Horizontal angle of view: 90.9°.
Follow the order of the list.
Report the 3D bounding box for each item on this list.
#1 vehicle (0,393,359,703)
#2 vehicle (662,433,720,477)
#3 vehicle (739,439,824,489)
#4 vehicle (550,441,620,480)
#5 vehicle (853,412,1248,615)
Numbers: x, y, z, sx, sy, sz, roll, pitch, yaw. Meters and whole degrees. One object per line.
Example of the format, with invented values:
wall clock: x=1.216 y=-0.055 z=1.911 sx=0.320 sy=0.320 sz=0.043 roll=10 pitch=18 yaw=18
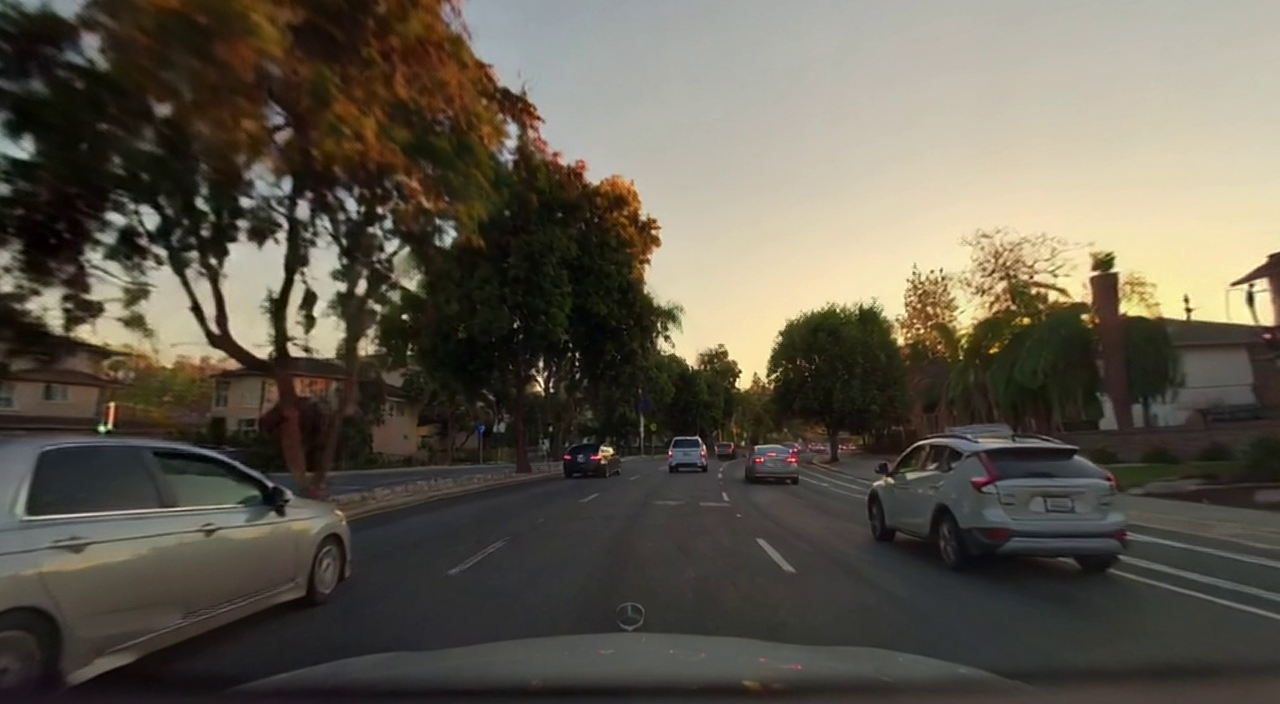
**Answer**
vehicle: x=-3.491 y=0.973 z=2.861 sx=2.169 sy=1.468 sz=4.716 roll=-1 pitch=-9 yaw=1
vehicle: x=2.372 y=4.602 z=28.288 sx=2.250 sy=1.768 sz=4.574 roll=-2 pitch=-9 yaw=9
vehicle: x=4.587 y=3.694 z=21.087 sx=2.117 sy=1.472 sz=4.158 roll=-1 pitch=-9 yaw=4
vehicle: x=-2.200 y=4.532 z=26.560 sx=2.006 sy=1.464 sz=4.586 roll=-1 pitch=-9 yaw=7
vehicle: x=3.745 y=1.502 z=6.638 sx=1.859 sy=1.540 sz=3.454 roll=-1 pitch=-8 yaw=2
